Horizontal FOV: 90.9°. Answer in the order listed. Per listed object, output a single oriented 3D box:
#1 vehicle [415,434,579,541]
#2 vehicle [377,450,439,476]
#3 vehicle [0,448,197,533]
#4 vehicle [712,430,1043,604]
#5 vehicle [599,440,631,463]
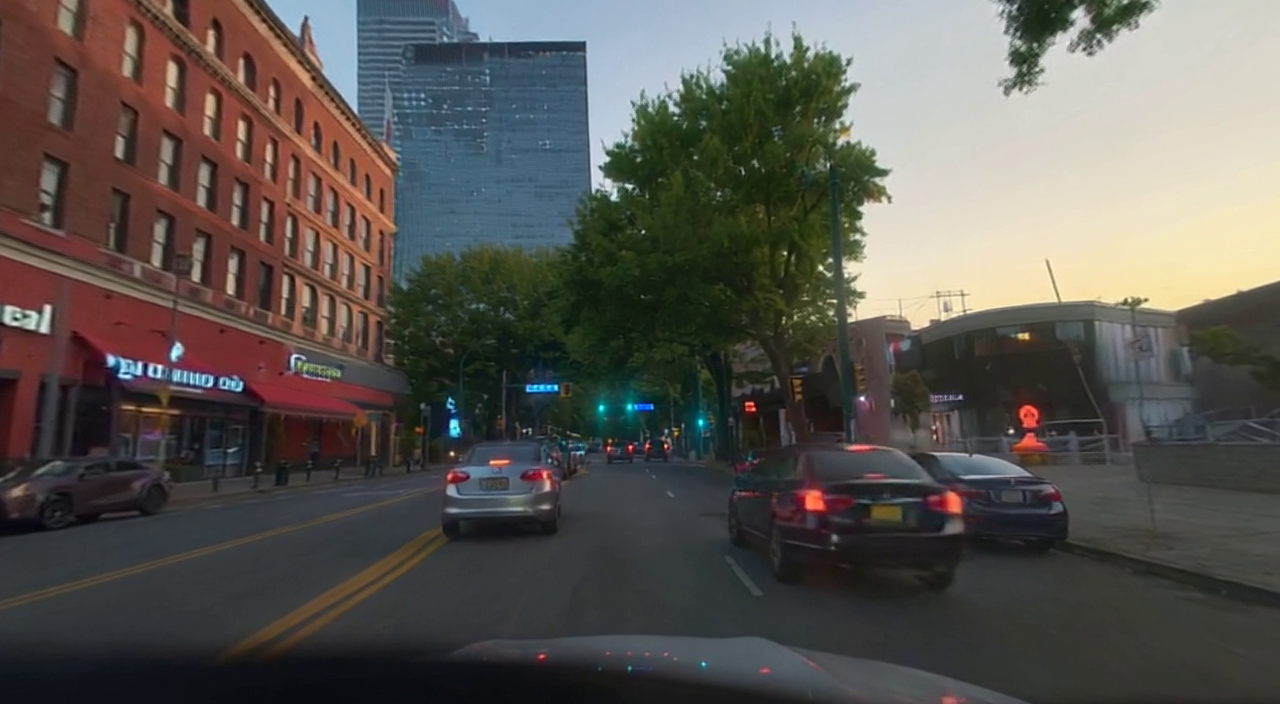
[{"bbox_3d":[-2.312,2.195,10.972,2.169,1.427,4.531,1,-9,-9],"label":"vehicle"},{"bbox_3d":[-14.115,6.744,38.665,2.075,1.472,4.638,0,-9,0],"label":"vehicle"},{"bbox_3d":[-13.357,3.218,15.346,2.000,1.708,4.494,1,-9,-3],"label":"vehicle"},{"bbox_3d":[2.311,1.760,7.710,2.150,1.464,4.467,1,-9,-2],"label":"vehicle"},{"bbox_3d":[-1.756,6.819,43.350,2.102,1.521,4.078,1,-9,-3],"label":"vehicle"}]
